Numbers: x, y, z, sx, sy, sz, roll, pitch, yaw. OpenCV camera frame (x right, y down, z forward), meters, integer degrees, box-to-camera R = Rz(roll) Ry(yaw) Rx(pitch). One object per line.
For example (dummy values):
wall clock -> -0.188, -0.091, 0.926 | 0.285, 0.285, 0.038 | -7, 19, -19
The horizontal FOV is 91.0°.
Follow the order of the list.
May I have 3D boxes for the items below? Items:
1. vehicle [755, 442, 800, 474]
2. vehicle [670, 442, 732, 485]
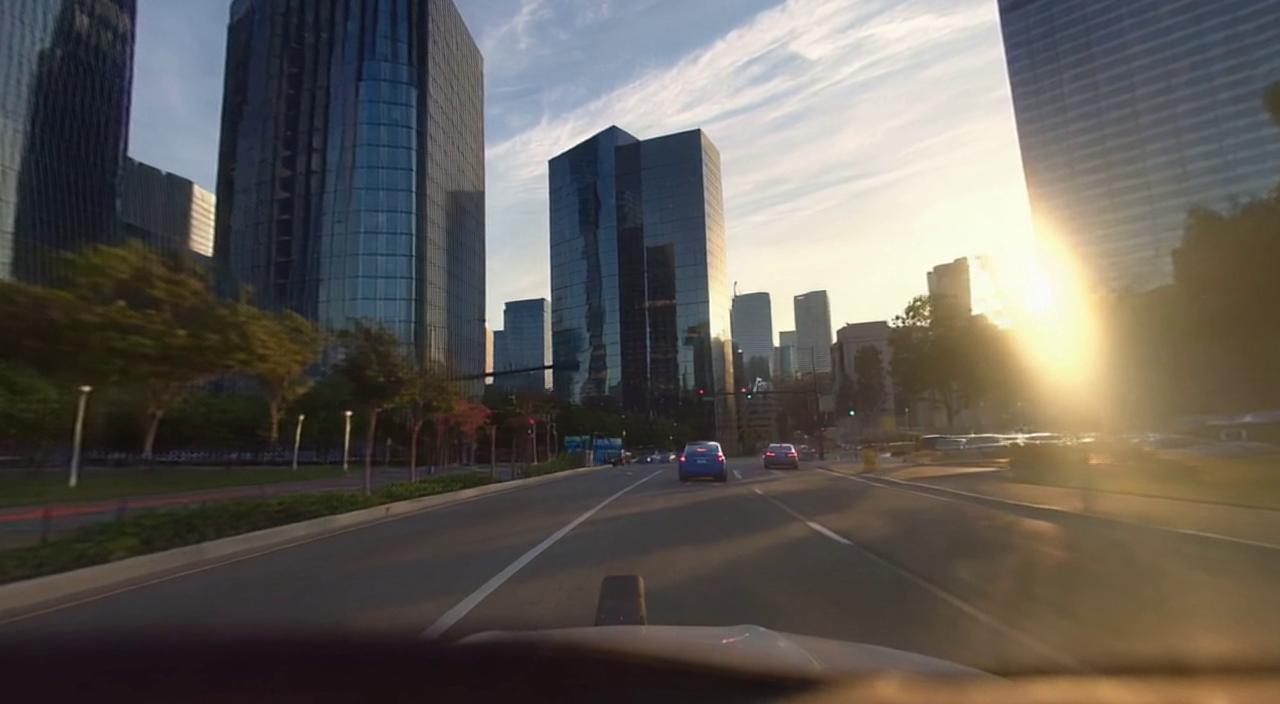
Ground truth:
vehicle -> 6.934, 5.386, 32.073 | 1.916, 1.492, 3.911 | -1, -9, 8
vehicle -> 2.331, 4.197, 23.979 | 2.127, 1.497, 4.020 | -1, -9, 6
